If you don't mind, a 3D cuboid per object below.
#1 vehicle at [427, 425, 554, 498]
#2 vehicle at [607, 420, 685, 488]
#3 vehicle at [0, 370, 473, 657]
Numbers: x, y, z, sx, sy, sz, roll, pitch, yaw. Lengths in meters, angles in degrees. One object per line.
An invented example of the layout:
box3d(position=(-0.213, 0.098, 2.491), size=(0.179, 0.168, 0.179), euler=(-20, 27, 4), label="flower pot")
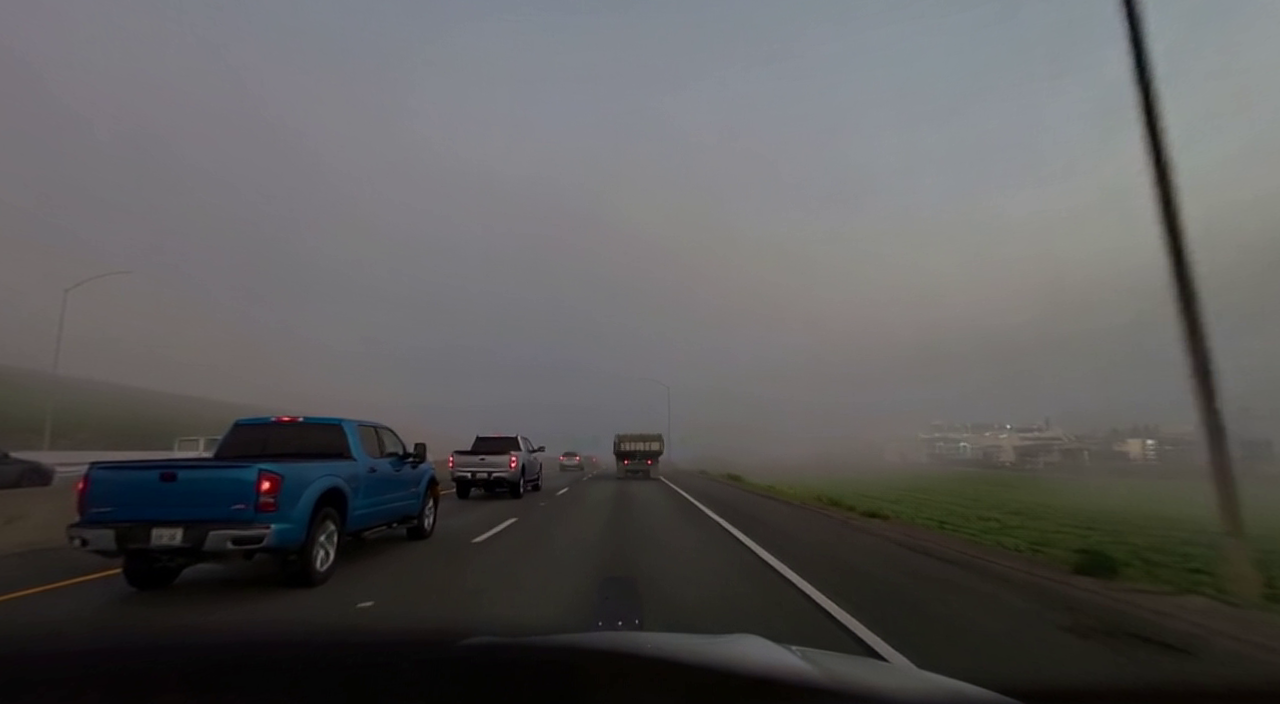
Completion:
box3d(position=(-4.436, 3.402, 20.002), size=(2.575, 1.958, 5.730), euler=(-1, -9, 1), label="vehicle")
box3d(position=(0.066, 4.373, 27.365), size=(2.886, 2.471, 7.692), euler=(0, -9, -2), label="vehicle")
box3d(position=(-3.632, 1.421, 6.673), size=(2.303, 1.835, 5.044), euler=(-1, -9, 1), label="vehicle")
